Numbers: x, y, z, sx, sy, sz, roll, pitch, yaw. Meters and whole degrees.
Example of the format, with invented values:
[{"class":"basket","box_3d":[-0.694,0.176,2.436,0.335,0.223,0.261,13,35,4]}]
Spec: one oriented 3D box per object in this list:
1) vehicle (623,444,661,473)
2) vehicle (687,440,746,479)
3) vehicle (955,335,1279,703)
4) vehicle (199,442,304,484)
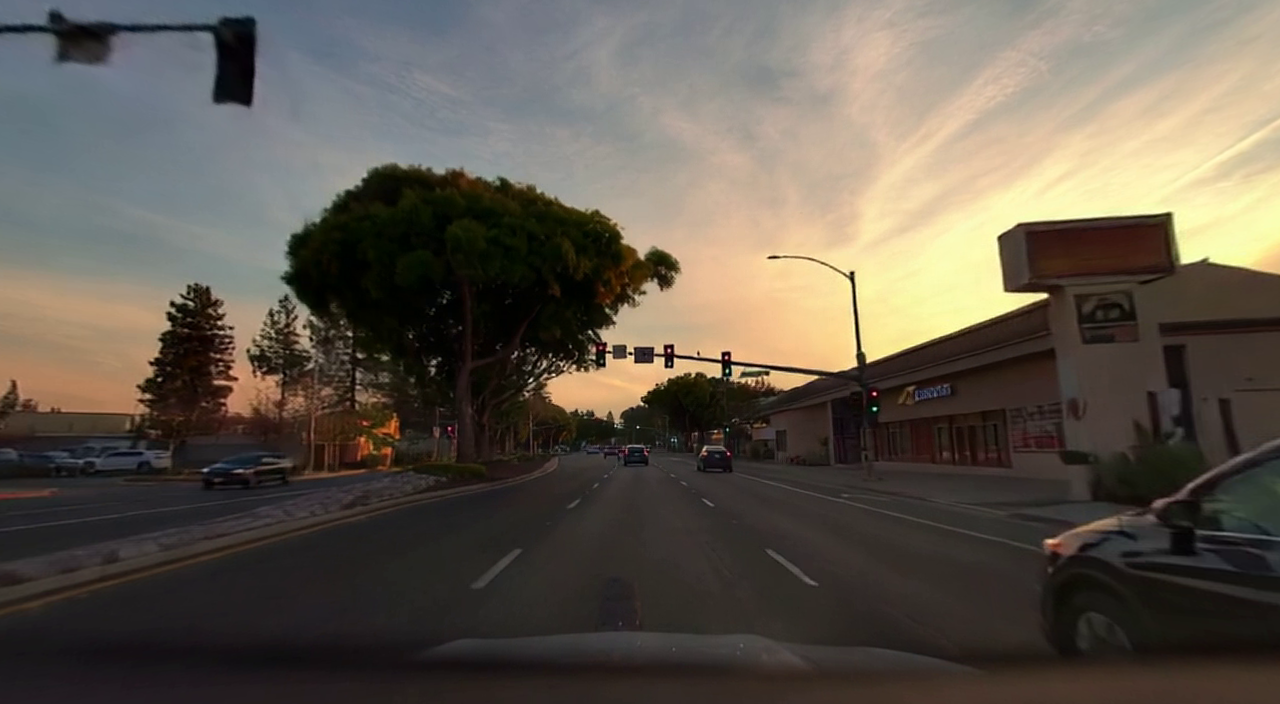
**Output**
[{"class":"vehicle","box_3d":[0.079,6.042,36.160,2.023,1.532,3.891,0,-9,-1]},{"class":"vehicle","box_3d":[3.446,4.935,29.233,2.085,1.668,4.077,0,-9,-2]},{"class":"vehicle","box_3d":[3.067,0.763,1.872,1.969,1.682,4.387,0,-9,0]},{"class":"vehicle","box_3d":[-18.083,5.174,29.708,2.069,1.776,4.543,0,-9,-1]}]
